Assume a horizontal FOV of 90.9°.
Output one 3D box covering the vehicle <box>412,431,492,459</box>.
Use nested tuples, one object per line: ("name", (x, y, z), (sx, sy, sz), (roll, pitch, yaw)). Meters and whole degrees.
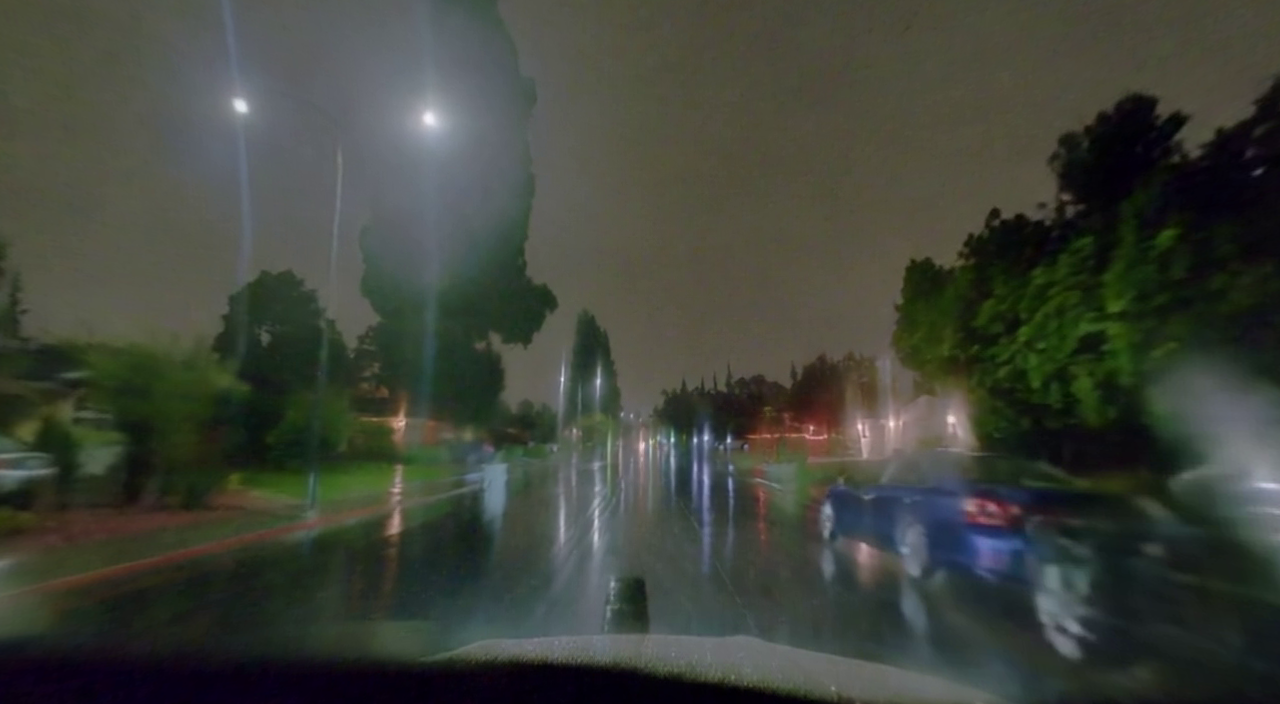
("vehicle", (-13.037, 6.490, 44.010), (4.796, 1.864, 2.328), (-1, -8, 2))

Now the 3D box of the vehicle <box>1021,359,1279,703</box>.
("vehicle", (3.476, 0.799, 1.647), (2.046, 1.760, 4.570), (0, -8, 0))
